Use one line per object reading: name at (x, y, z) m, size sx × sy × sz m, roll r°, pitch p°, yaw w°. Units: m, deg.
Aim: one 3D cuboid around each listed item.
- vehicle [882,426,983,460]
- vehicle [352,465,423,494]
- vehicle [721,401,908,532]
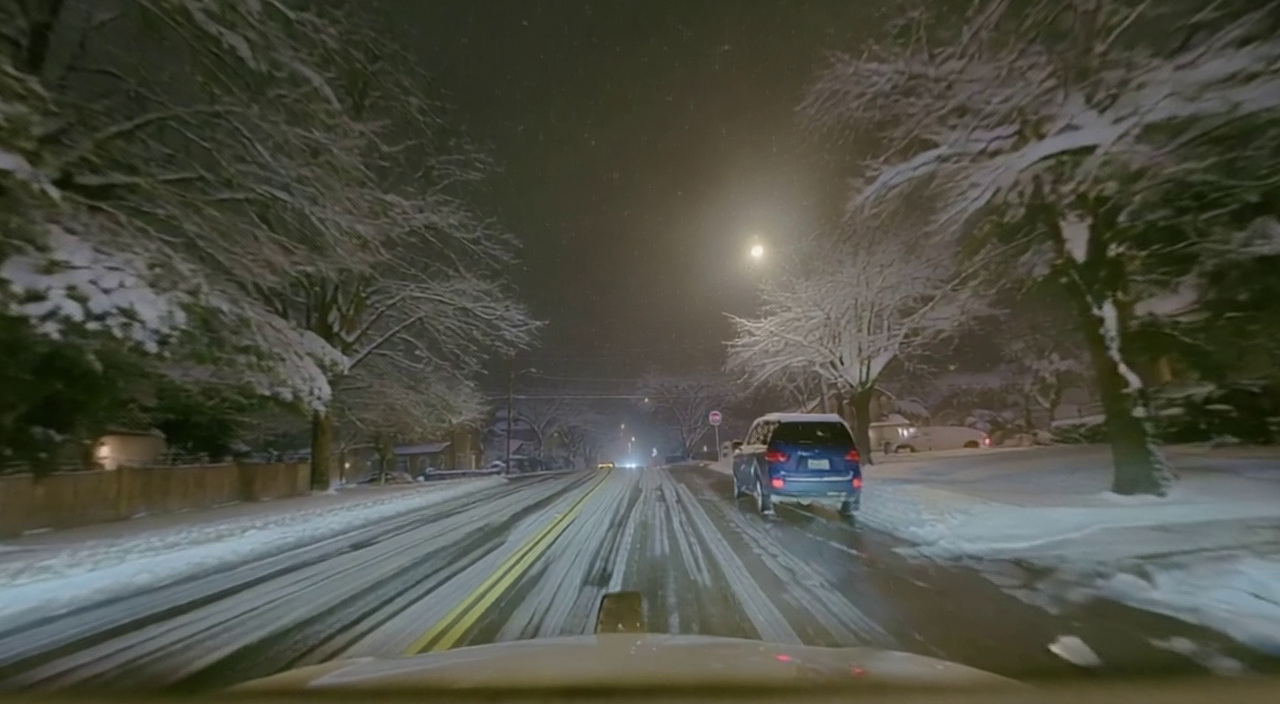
vehicle at (17.204, 5.397, 37.370) m, size 4.982 × 1.874 × 2.133 m, roll -3°, pitch -9°, yaw 13°
vehicle at (-18.103, 9.145, 45.299) m, size 4.274 × 1.626 × 2.093 m, roll -6°, pitch -10°, yaw 10°
vehicle at (2.832, 2.009, 11.492) m, size 2.109 × 1.875 × 4.488 m, roll -1°, pitch -9°, yaw 0°
